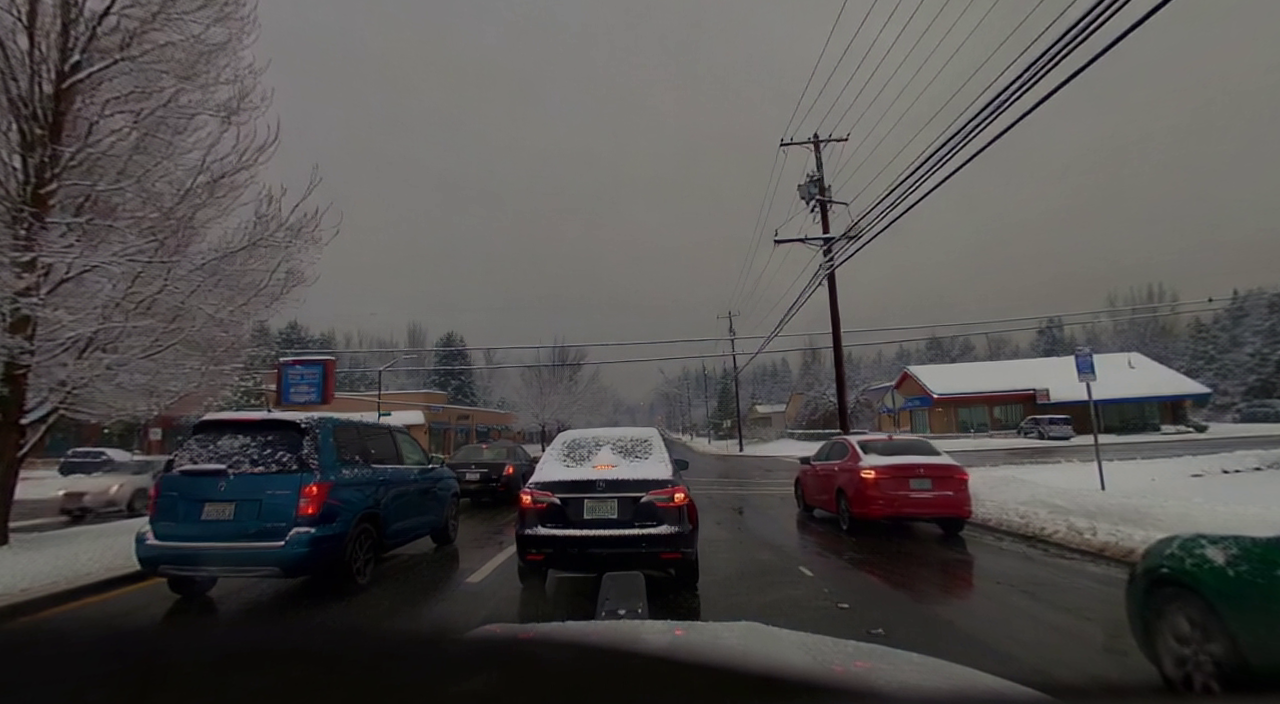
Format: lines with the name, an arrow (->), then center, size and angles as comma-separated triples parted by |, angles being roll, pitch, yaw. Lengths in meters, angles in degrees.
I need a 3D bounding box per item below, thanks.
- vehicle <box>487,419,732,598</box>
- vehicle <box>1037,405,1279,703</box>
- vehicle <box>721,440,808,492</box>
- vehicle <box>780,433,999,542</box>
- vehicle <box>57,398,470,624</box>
vehicle -> -0.318, 1.632, 7.396 | 2.097, 1.511, 3.809 | 0, -9, -2
vehicle -> 3.604, 0.848, 1.823 | 1.929, 1.479, 4.723 | 0, -9, 1
vehicle -> 3.804, 3.557, 20.039 | 1.876, 1.456, 4.025 | 0, -9, -1
vehicle -> 3.921, 2.195, 10.900 | 1.909, 1.473, 4.361 | 0, -9, -1
vehicle -> -3.434, 1.526, 6.997 | 1.979, 1.697, 4.254 | 0, -9, -1
